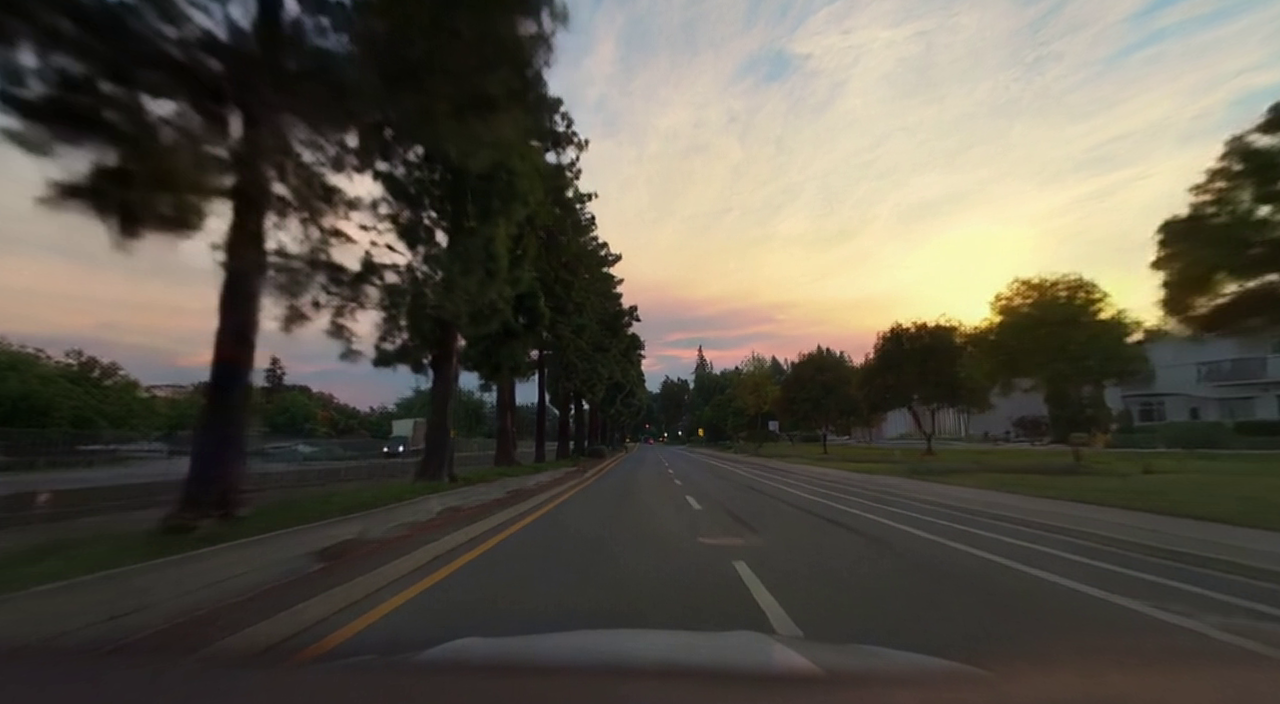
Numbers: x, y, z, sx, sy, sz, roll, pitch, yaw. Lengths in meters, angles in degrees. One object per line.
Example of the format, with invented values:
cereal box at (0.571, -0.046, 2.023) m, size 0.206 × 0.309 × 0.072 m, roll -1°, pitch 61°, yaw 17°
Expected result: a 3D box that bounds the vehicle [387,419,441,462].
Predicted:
vehicle at (-16.721, 6.533, 46.927) m, size 2.575 × 2.950 × 4.003 m, roll -1°, pitch -7°, yaw -1°
